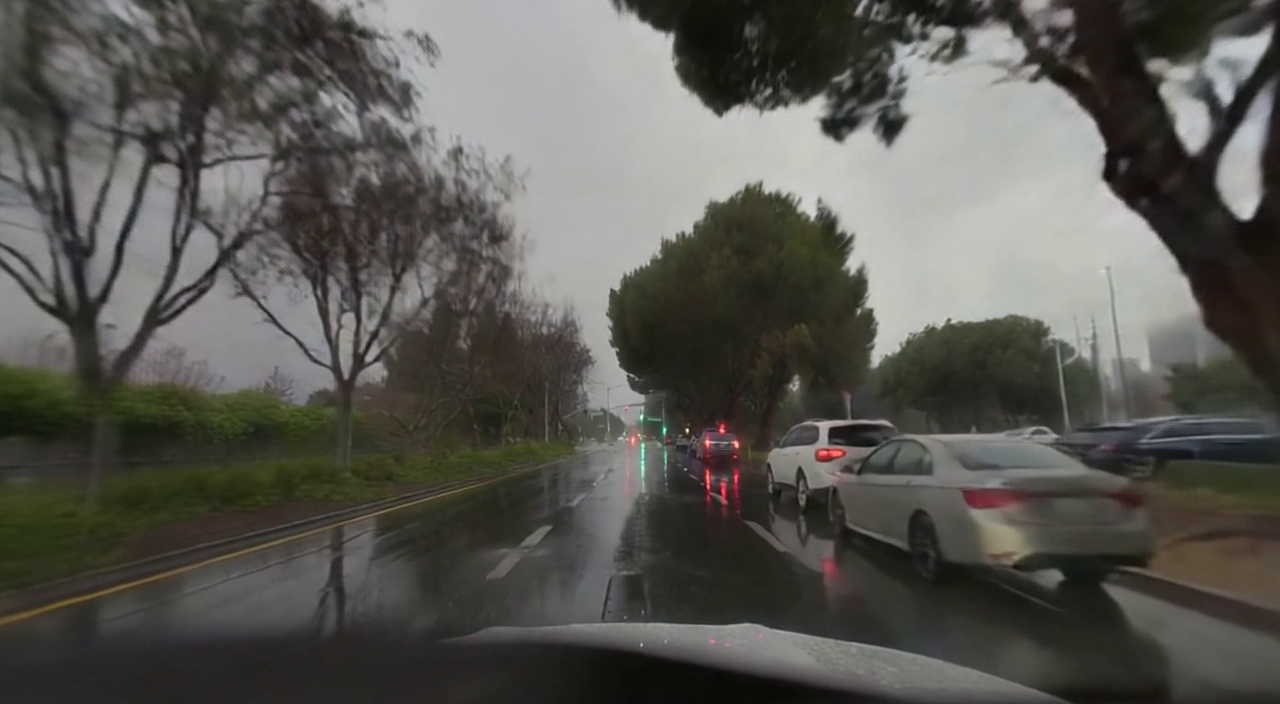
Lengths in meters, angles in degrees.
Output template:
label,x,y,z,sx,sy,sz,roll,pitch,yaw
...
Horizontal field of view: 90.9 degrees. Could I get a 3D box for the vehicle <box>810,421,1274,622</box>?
label,x,y,z,sx,sy,sz,roll,pitch,yaw
vehicle,3.638,1.587,7.084,2.068,1.461,4.653,0,-8,-1

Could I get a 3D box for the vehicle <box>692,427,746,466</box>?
label,x,y,z,sx,sy,sz,roll,pitch,yaw
vehicle,4.161,5.046,33.876,2.226,1.889,4.543,0,-8,-1
